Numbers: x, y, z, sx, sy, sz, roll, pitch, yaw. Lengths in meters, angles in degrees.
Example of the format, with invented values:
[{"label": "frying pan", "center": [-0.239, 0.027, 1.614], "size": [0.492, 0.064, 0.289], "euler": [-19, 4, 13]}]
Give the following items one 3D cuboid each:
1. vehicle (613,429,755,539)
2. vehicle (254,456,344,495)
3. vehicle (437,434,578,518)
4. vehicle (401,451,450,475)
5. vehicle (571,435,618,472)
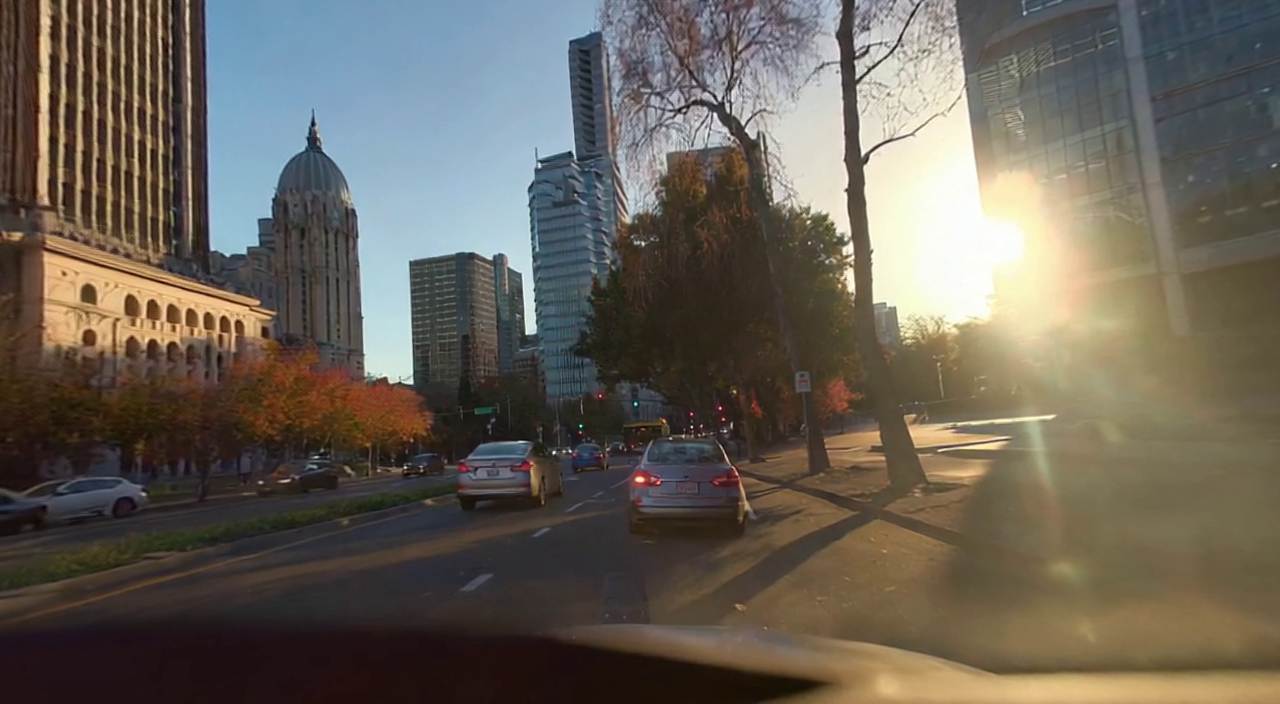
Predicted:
[{"label": "vehicle", "center": [0.676, 2.107, 10.640], "size": [1.933, 1.504, 3.802], "euler": [0, -9, 2]}, {"label": "vehicle", "center": [-16.936, 6.120, 31.618], "size": [2.075, 1.700, 4.405], "euler": [0, -9, 0]}, {"label": "vehicle", "center": [-2.673, 2.615, 13.829], "size": [1.961, 1.517, 4.202], "euler": [0, -9, 3]}, {"label": "vehicle", "center": [-16.568, 8.571, 48.965], "size": [2.024, 1.782, 4.827], "euler": [0, -9, 1]}, {"label": "vehicle", "center": [-2.288, 5.286, 32.998], "size": [1.969, 1.764, 4.160], "euler": [0, -9, 2]}]
